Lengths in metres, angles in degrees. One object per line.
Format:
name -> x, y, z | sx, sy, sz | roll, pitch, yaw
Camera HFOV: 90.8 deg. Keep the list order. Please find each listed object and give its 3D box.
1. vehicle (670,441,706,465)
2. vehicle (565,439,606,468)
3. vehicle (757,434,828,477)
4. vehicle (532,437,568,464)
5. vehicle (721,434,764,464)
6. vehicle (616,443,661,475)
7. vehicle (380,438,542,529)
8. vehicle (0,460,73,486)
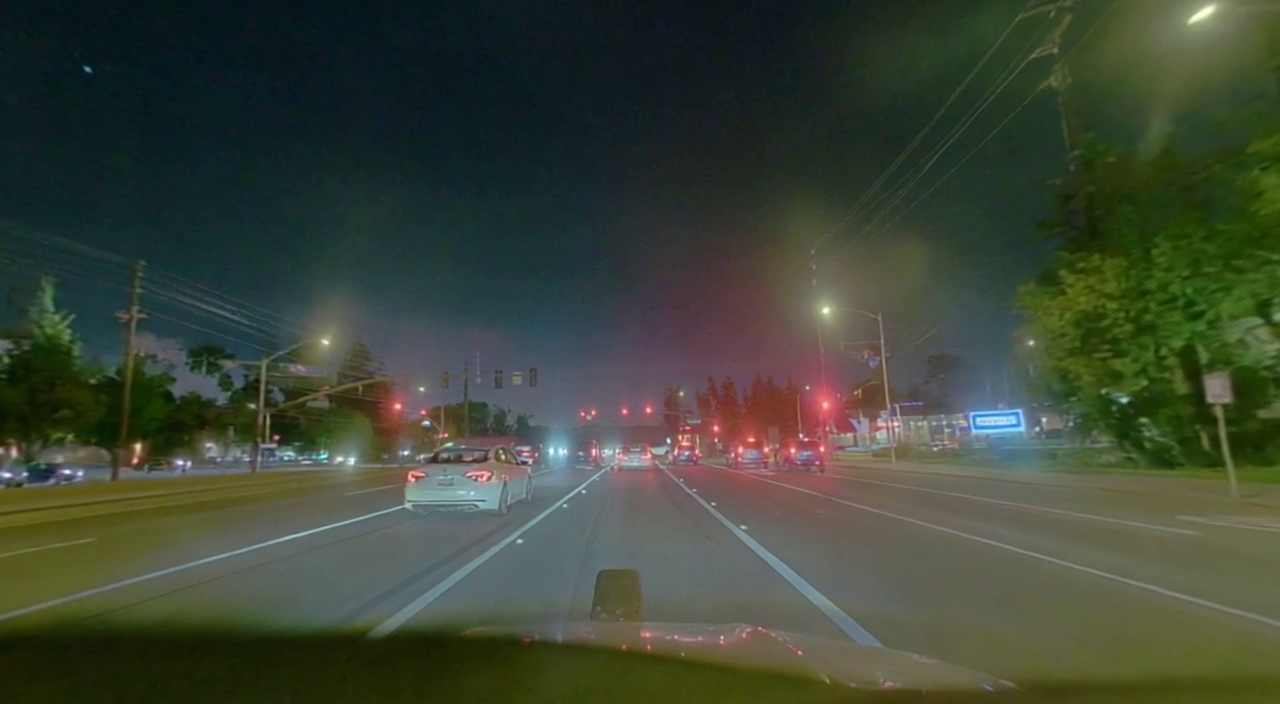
vehicle -> 3.199, 6.871, 43.213 | 1.987, 1.515, 4.521 | 0, -8, -2
vehicle -> -3.336, 6.311, 39.400 | 2.033, 1.714, 4.278 | 0, -8, 1
vehicle -> 6.526, 4.482, 27.510 | 1.945, 1.706, 4.190 | 0, -8, -2
vehicle -> -7.024, 7.732, 49.595 | 2.105, 1.985, 4.336 | 0, -8, 1
vehicle -> 7.345, 7.025, 45.759 | 2.156, 1.982, 5.358 | 0, -9, -1
vehicle -> -0.070, 5.262, 31.297 | 2.098, 1.431, 3.958 | 0, -8, 0
vehicle -> -3.254, 2.469, 12.479 | 1.837, 1.463, 4.311 | 0, -8, 1
vehicle -> -39.910, 7.853, 40.864 | 4.697, 1.443, 1.662 | -2, -9, -4
